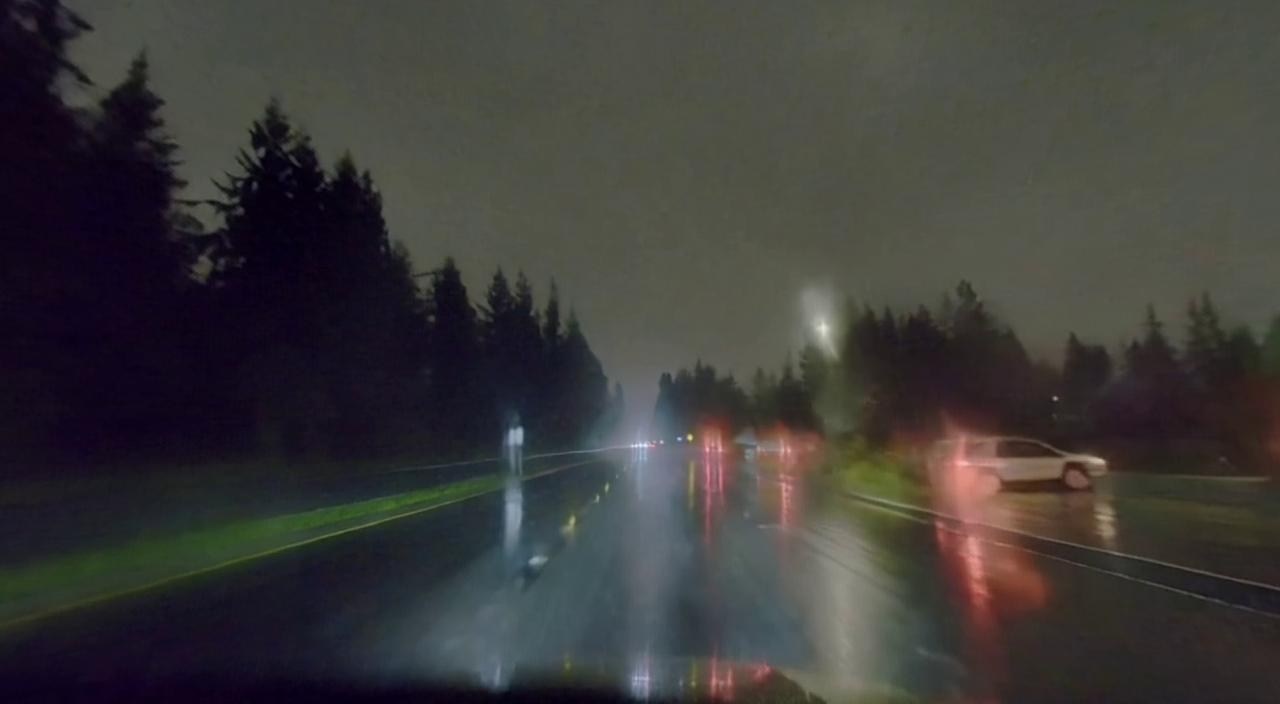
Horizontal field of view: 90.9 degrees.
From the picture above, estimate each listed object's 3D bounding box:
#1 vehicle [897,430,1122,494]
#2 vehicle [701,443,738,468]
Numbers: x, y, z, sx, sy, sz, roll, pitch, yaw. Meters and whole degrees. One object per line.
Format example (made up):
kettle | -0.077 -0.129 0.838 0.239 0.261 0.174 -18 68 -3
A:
vehicle | 10.439 3.122 18.143 5.118 1.701 2.175 0 -8 -3
vehicle | 5.253 6.872 42.108 1.920 1.514 4.746 0 -8 1
